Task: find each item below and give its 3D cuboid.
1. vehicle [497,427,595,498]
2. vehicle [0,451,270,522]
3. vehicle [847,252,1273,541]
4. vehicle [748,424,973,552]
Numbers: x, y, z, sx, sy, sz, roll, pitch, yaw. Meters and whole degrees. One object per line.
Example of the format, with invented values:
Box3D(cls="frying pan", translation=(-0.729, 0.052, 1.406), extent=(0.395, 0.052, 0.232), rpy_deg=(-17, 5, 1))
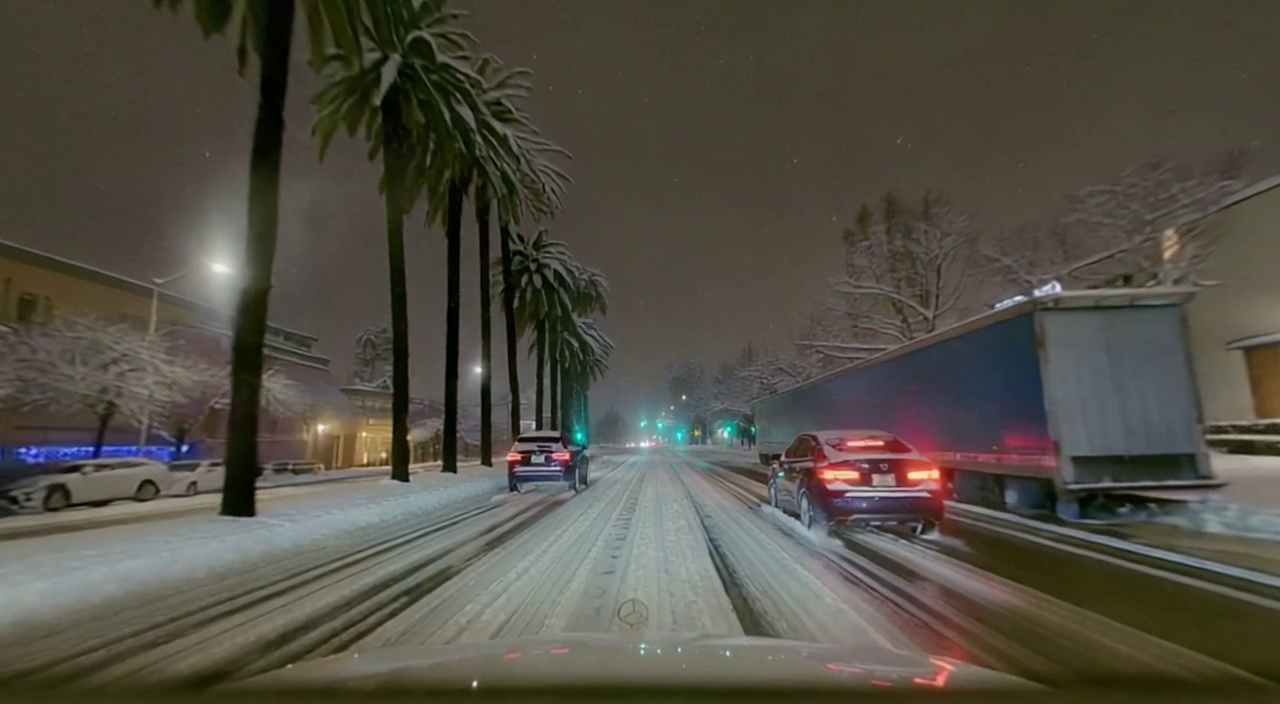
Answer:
Box3D(cls="vehicle", translation=(-2.572, 3.156, 18.439), extent=(2.058, 1.804, 4.391), rpy_deg=(0, -8, 2))
Box3D(cls="vehicle", translation=(-21.250, 5.232, 26.160), extent=(2.816, 2.198, 14.405), rpy_deg=(-1, -9, 2))
Box3D(cls="vehicle", translation=(7.025, 1.113, 12.705), extent=(2.902, 3.992, 8.073), rpy_deg=(0, -8, 0))
Box3D(cls="vehicle", translation=(3.009, 1.945, 9.704), extent=(1.946, 1.513, 4.133), rpy_deg=(0, -8, 0))
